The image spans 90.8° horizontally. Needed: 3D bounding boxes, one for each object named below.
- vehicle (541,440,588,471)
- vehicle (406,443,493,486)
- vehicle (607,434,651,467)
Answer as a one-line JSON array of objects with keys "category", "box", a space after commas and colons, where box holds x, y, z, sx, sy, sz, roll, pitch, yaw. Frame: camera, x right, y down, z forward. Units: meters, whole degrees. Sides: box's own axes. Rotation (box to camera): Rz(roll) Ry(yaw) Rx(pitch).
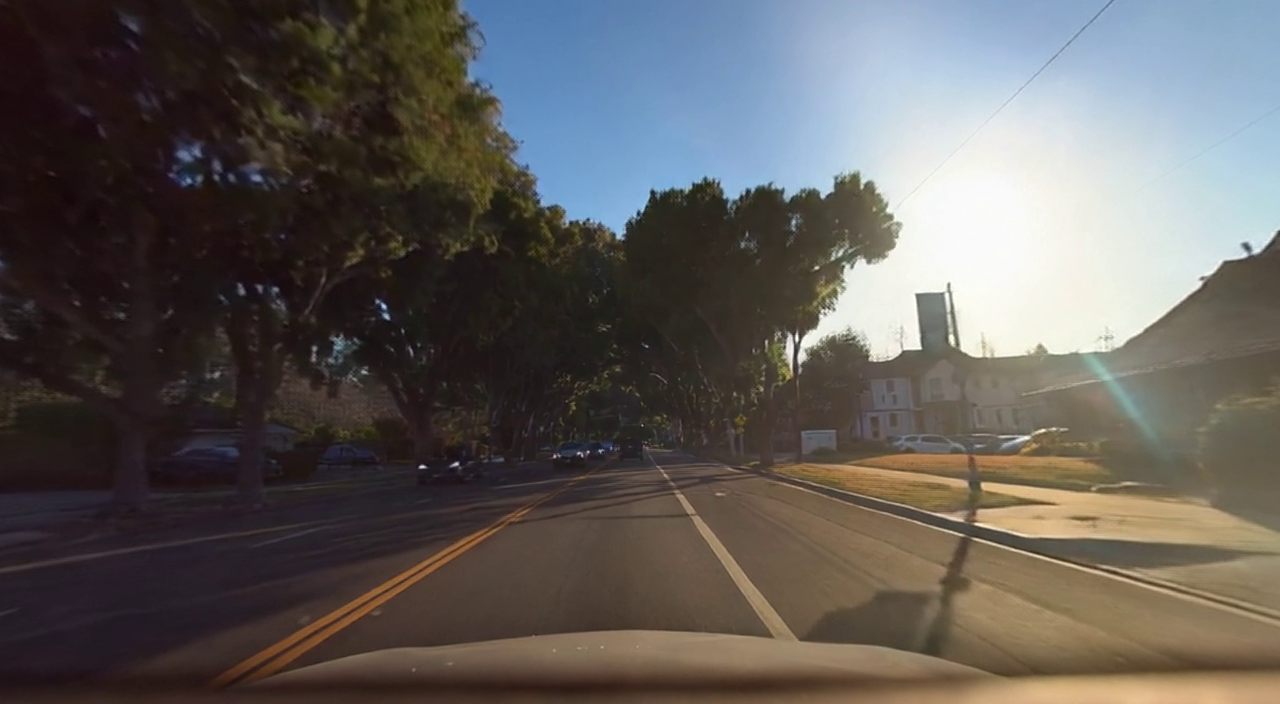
[{"category": "vehicle", "box": [-4.215, 5.878, 36.065, 2.115, 1.638, 4.098, 0, -9, 1]}, {"category": "vehicle", "box": [-7.969, 4.746, 27.010, 2.211, 1.608, 4.942, -1, -9, 0]}, {"category": "vehicle", "box": [-0.617, 6.176, 39.596, 2.554, 1.902, 5.329, 0, -9, 1]}]
